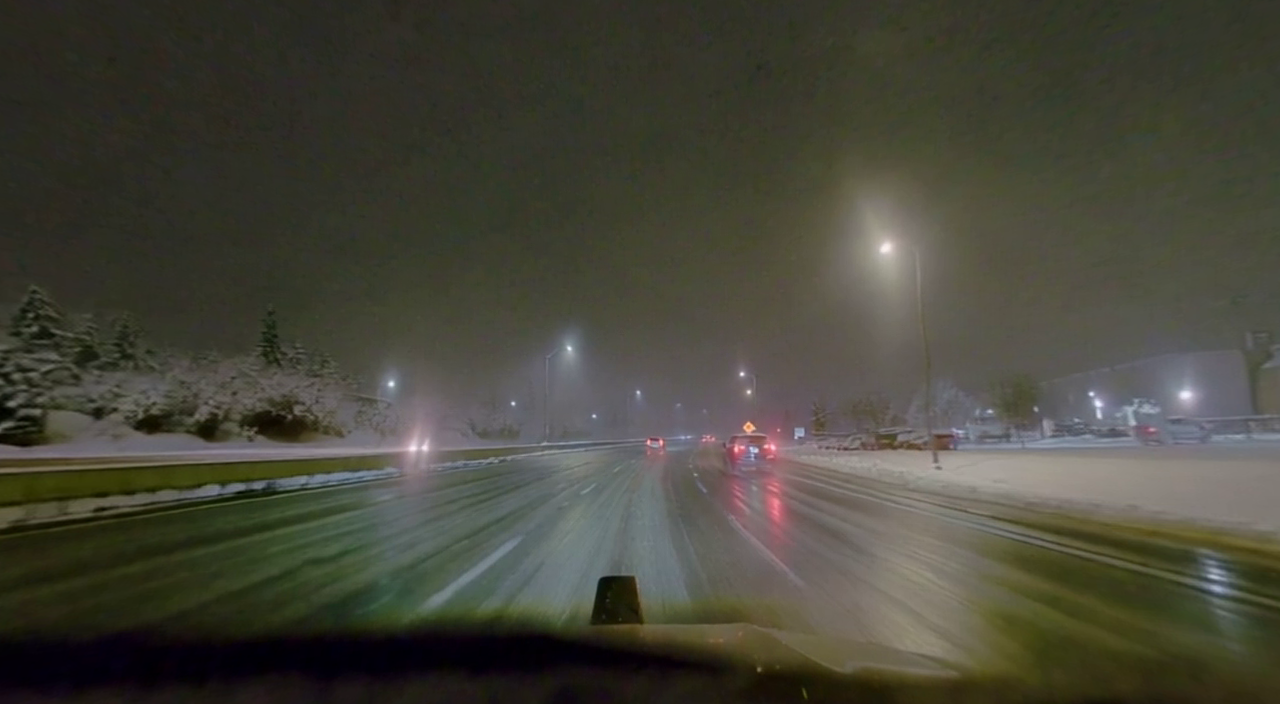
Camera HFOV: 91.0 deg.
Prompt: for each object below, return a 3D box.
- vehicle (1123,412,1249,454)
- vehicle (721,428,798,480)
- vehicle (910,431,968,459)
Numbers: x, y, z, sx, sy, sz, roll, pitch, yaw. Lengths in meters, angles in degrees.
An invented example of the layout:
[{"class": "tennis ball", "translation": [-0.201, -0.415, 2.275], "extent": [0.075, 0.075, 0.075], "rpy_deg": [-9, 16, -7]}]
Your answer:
[{"class": "vehicle", "translation": [29.342, 4.387, 34.009], "extent": [4.491, 1.767, 2.057], "rpy_deg": [-8, -9, 16]}, {"class": "vehicle", "translation": [4.287, 3.750, 23.284], "extent": [2.090, 1.715, 4.228], "rpy_deg": [0, -8, 1]}, {"class": "vehicle", "translation": [20.118, 6.332, 42.609], "extent": [1.912, 1.756, 4.768], "rpy_deg": [0, -9, 4]}]
